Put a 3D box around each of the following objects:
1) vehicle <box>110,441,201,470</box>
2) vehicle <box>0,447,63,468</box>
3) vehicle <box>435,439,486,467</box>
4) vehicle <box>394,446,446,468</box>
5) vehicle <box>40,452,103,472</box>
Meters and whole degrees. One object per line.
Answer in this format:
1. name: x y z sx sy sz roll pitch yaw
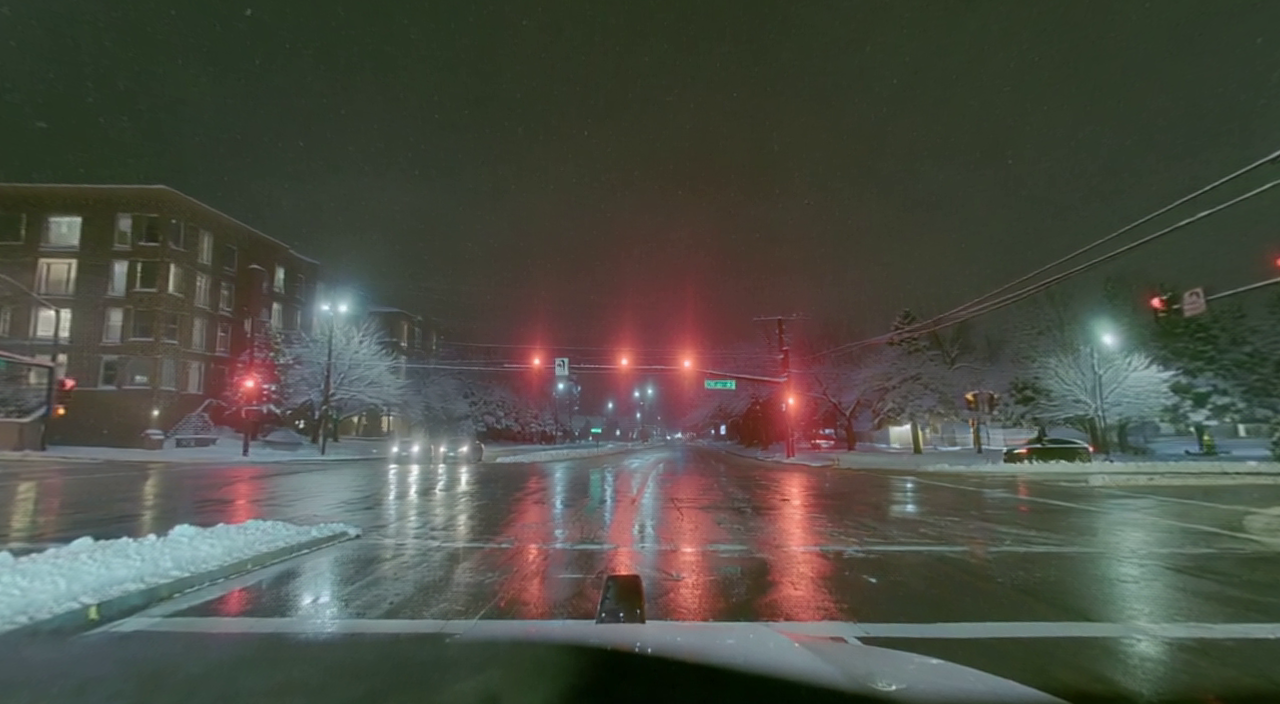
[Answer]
1. vehicle: -34.911 7.426 45.746 2.204 1.955 5.518 0 -8 0
2. vehicle: -45.258 7.773 46.602 1.858 1.467 3.624 0 -8 1
3. vehicle: -11.974 6.771 42.405 2.080 1.763 4.341 0 -8 1
4. vehicle: -15.510 7.419 44.798 2.056 1.450 4.343 0 -8 0
5. vehicle: -41.606 8.037 46.320 1.552 1.339 3.340 -2 -9 -1
